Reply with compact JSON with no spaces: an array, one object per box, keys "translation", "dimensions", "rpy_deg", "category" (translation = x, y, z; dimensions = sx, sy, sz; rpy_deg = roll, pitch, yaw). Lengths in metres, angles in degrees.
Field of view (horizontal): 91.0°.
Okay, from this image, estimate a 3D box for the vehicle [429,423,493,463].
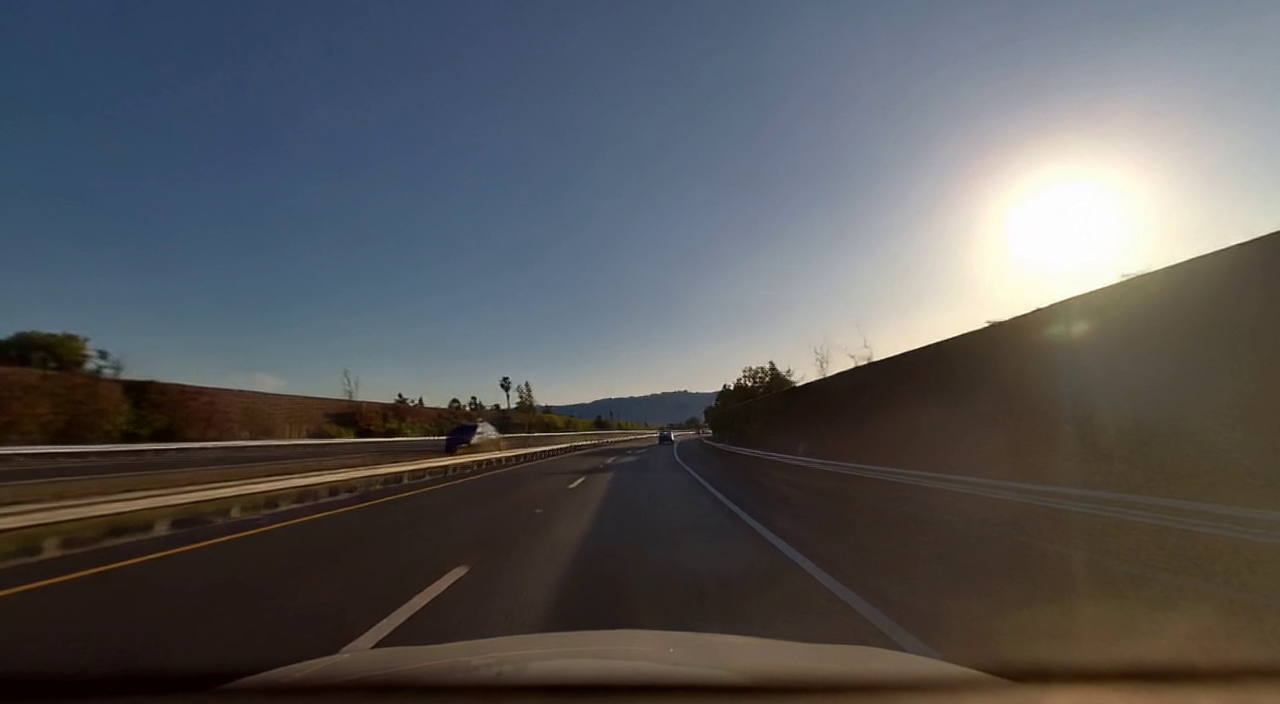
[{"translation":[-11.050,5.699,39.407],"dimensions":[2.158,2.300,5.691],"rpy_deg":[-1,-8,2],"category":"vehicle"}]
